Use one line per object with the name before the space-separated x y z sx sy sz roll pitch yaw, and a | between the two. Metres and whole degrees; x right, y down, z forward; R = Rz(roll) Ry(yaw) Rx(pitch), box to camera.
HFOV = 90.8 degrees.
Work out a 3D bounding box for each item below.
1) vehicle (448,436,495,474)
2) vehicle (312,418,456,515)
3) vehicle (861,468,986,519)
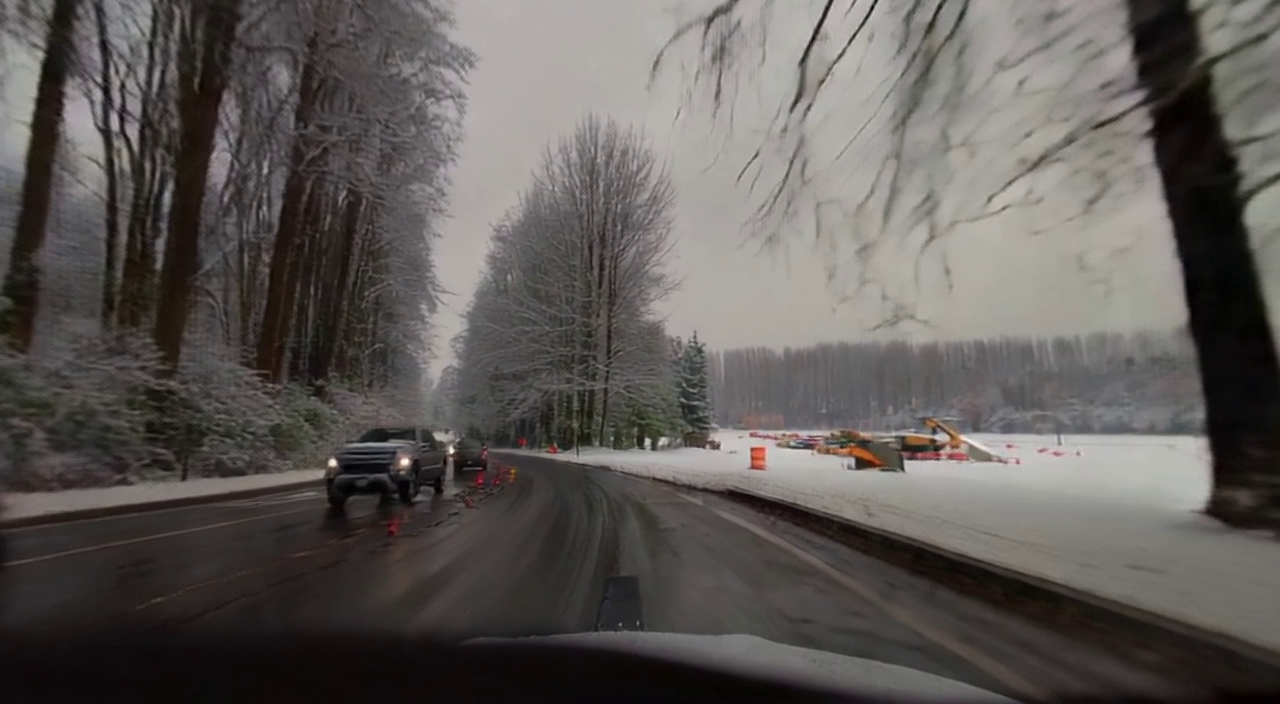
vehicle | -9.081 5.578 34.440 2.193 1.885 4.474 1 -9 -12
vehicle | -6.510 2.945 16.771 2.260 2.162 4.555 0 -8 -6
vehicle | 11.901 5.894 26.573 4.549 1.745 1.960 2 -5 -16
